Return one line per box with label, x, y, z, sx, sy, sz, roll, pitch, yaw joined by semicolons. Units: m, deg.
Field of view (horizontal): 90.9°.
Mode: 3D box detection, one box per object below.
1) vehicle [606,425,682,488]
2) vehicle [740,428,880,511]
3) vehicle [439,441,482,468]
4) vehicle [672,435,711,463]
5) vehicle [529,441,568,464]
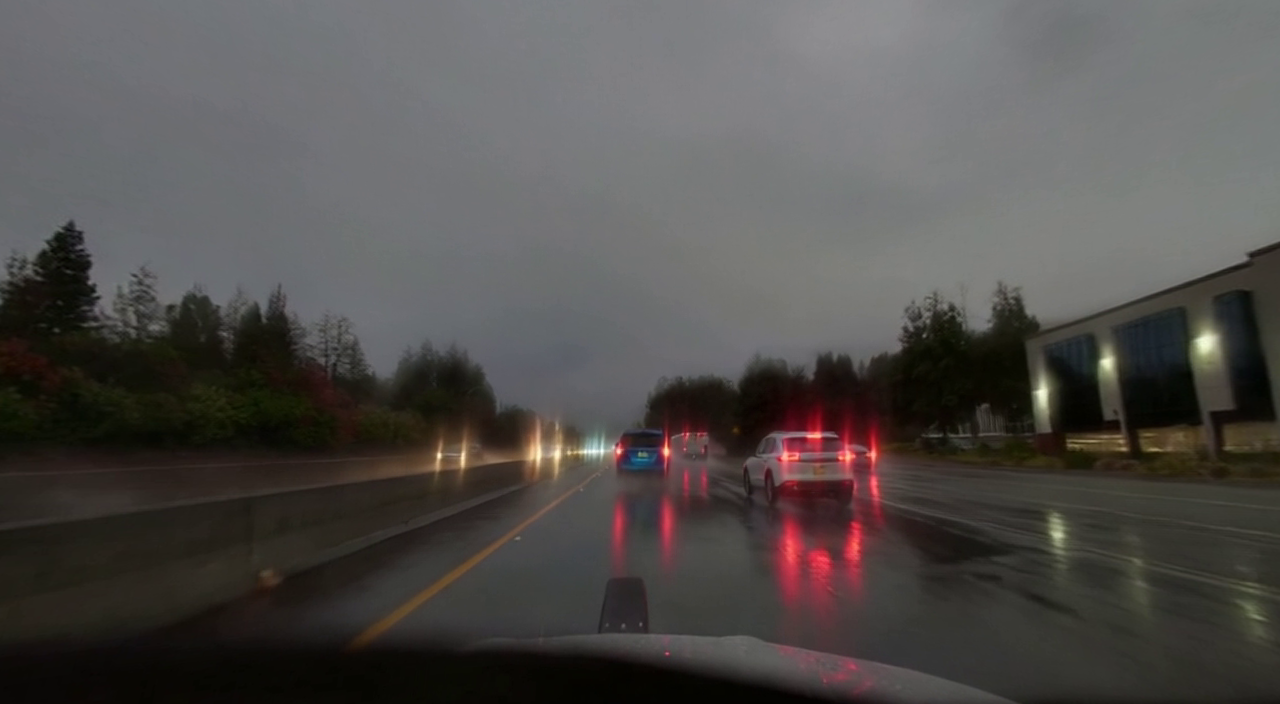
vehicle;0.139;3.483;21.319;2.290;1.862;4.454;0;-8;0
vehicle;3.618;2.577;14.294;2.042;1.592;4.047;0;-8;0
vehicle;-14.076;8.081;49.798;2.097;1.967;4.612;-1;-8;0
vehicle;3.755;7.184;46.834;2.328;1.987;5.440;0;-8;-1
vehicle;-6.890;7.635;47.955;2.201;1.622;4.716;0;-8;1
